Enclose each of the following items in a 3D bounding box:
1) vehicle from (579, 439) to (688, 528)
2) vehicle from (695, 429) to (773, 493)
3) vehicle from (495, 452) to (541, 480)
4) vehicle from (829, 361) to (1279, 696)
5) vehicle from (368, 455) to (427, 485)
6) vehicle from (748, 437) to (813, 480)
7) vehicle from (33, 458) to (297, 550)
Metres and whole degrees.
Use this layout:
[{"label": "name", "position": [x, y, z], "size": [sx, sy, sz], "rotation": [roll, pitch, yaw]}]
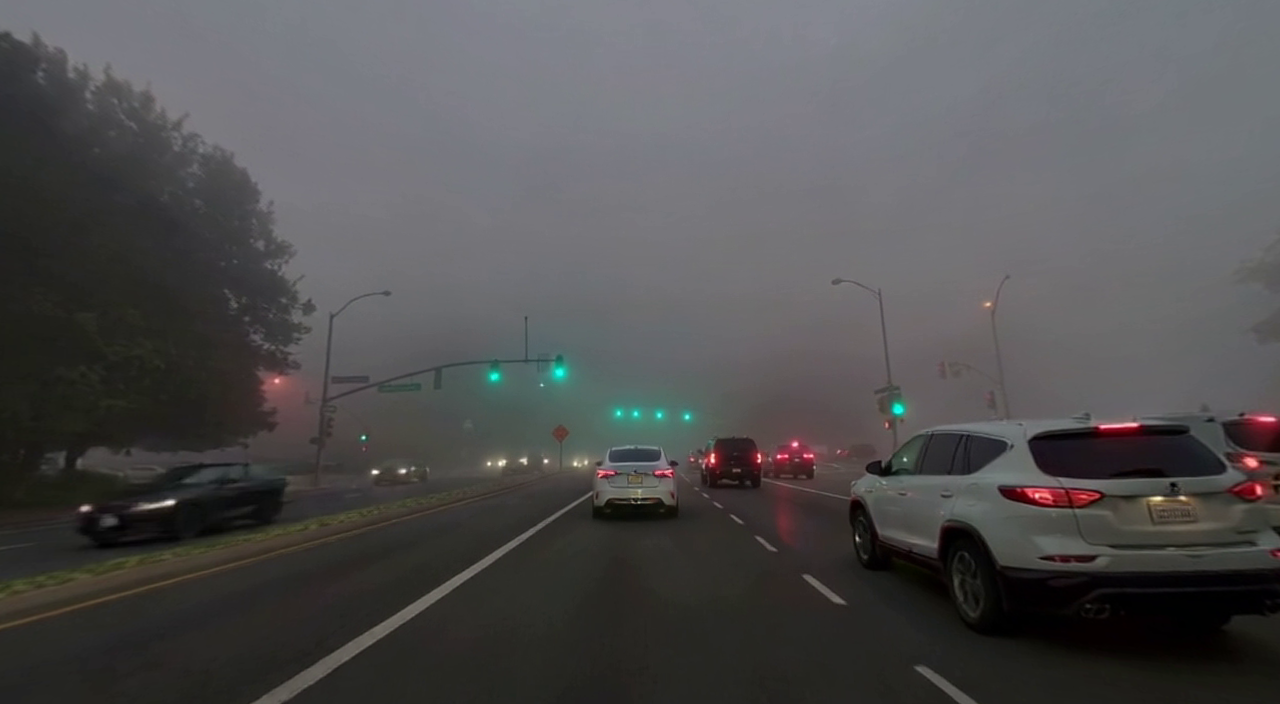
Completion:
[{"label": "vehicle", "position": [-0.078, 2.854, 14.213], "size": [2.111, 1.676, 4.018], "rotation": [0, -9, 1]}, {"label": "vehicle", "position": [3.902, 4.668, 27.311], "size": [2.516, 2.481, 5.766], "rotation": [0, -9, 0]}, {"label": "vehicle", "position": [-8.325, 7.786, 43.286], "size": [2.133, 1.771, 4.611], "rotation": [0, -9, 2]}, {"label": "vehicle", "position": [3.453, 1.356, 5.977], "size": [1.982, 1.960, 4.427], "rotation": [0, -9, 1]}, {"label": "vehicle", "position": [-15.442, 7.504, 40.199], "size": [1.968, 1.675, 4.382], "rotation": [0, -9, 1]}, {"label": "vehicle", "position": [7.951, 6.092, 36.130], "size": [2.627, 2.252, 5.236], "rotation": [0, -9, 1]}, {"label": "vehicle", "position": [-9.374, 2.976, 13.026], "size": [1.933, 1.469, 4.516], "rotation": [0, -9, 0]}]
